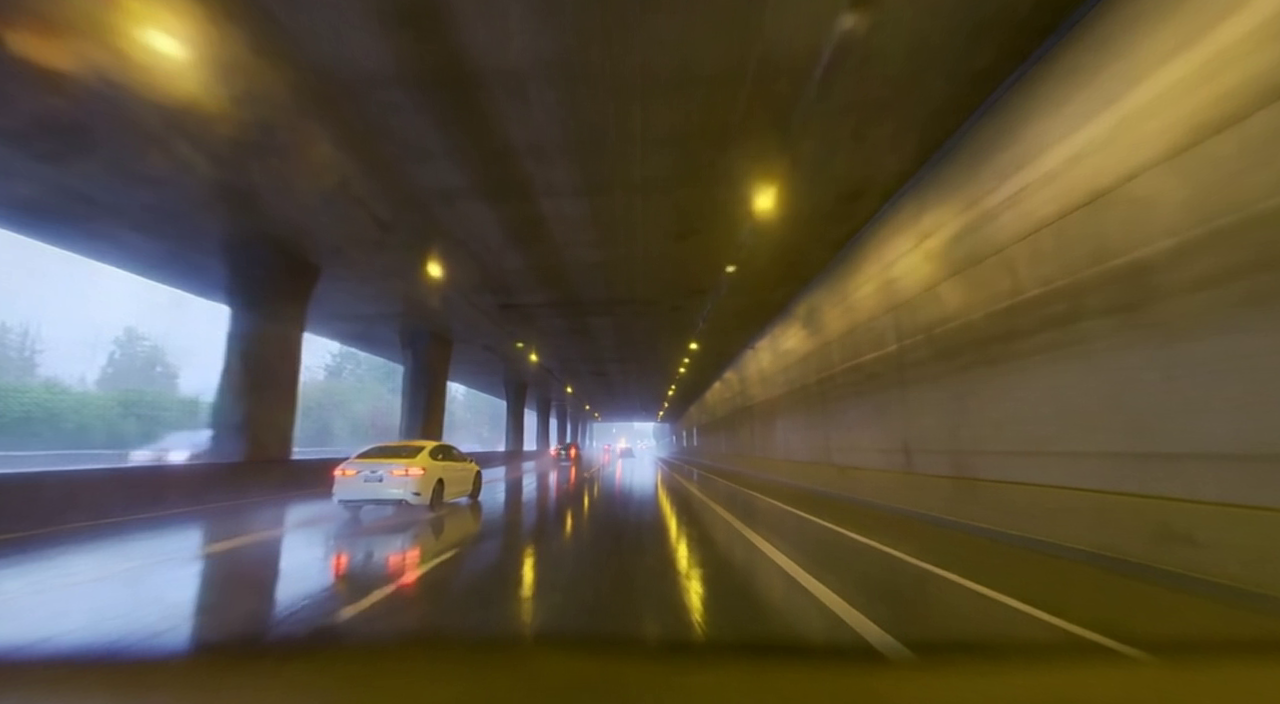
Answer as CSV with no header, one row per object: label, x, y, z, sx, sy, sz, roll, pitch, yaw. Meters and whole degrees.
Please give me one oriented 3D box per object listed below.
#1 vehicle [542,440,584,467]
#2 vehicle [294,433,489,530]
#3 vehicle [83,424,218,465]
vehicle,-4.425,5.903,36.761,1.973,1.474,4.199,0,-8,-1
vehicle,-4.256,2.262,11.648,1.885,1.424,4.230,0,-8,0
vehicle,-19.594,3.752,25.505,1.836,1.488,4.513,0,-8,0
